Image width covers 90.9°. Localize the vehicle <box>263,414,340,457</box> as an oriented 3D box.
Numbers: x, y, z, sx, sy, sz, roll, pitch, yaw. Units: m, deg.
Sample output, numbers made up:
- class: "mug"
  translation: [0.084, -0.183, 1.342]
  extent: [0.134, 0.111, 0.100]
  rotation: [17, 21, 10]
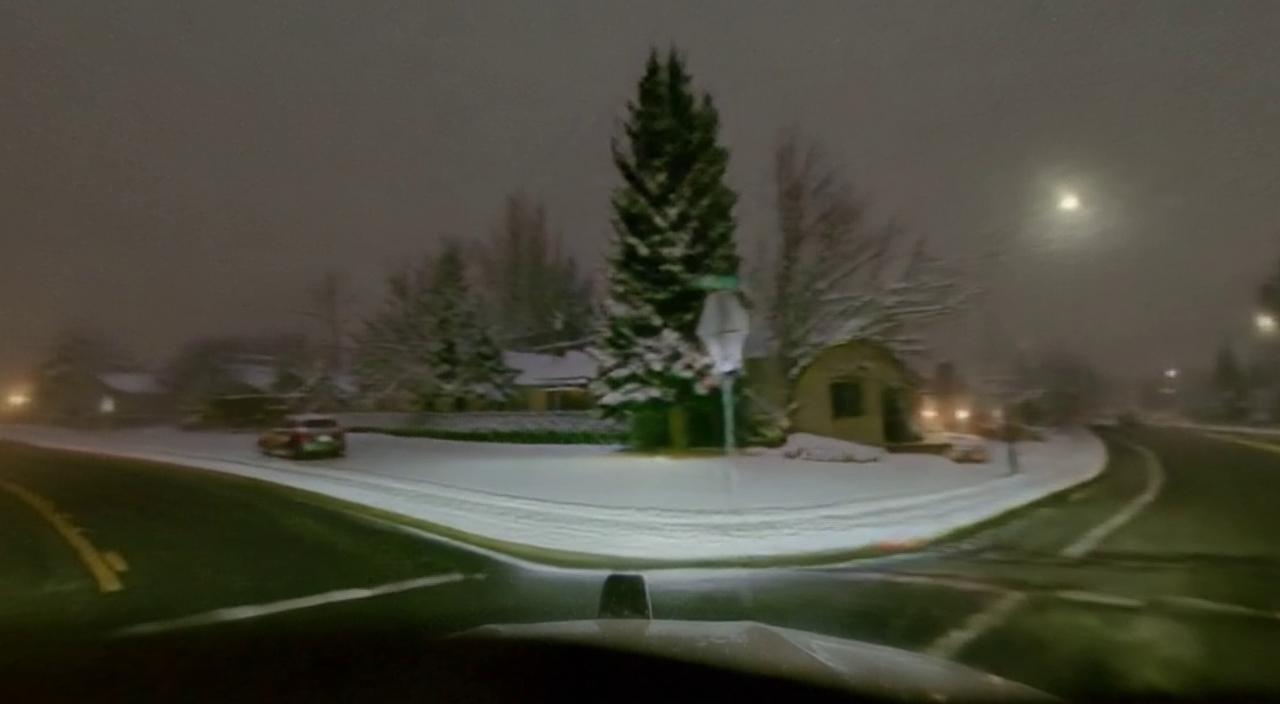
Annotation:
- class: "vehicle"
  translation: [-13.028, 3.269, 24.109]
  extent: [1.860, 1.477, 4.629]
  rotation: [6, -11, -36]
